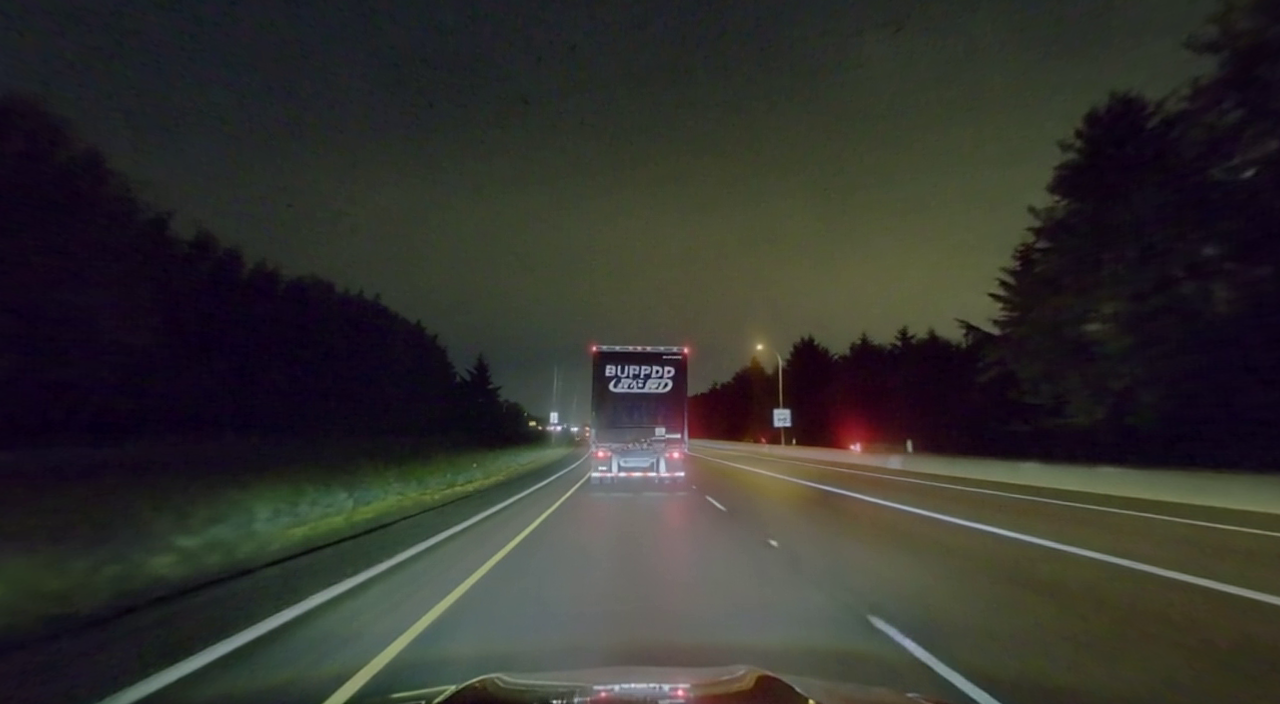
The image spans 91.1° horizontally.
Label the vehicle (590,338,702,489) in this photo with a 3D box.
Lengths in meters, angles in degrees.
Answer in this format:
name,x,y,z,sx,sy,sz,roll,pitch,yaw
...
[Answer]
name,x,y,z,sx,sy,sz,roll,pitch,yaw
vehicle,0.057,2.158,20.668,2.870,3.911,8.697,0,-8,-1
